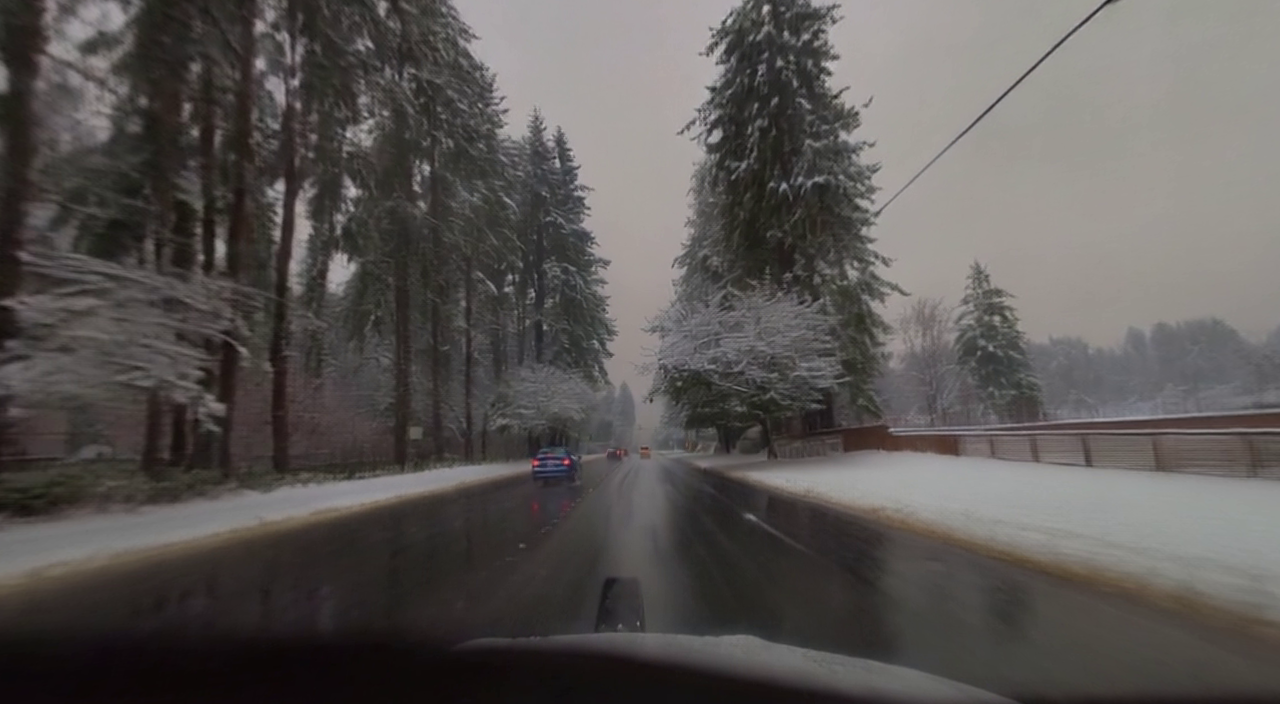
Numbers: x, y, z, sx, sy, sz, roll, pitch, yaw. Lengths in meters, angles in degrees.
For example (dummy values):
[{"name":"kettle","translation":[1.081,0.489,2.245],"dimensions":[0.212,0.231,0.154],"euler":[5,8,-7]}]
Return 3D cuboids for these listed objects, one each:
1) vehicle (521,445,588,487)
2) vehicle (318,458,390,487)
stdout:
[{"name":"vehicle","translation":[-3.161,4.311,24.125],"dimensions":[1.870,1.431,4.317],"euler":[-1,-9,1]},{"name":"vehicle","translation":[-16.775,7.053,37.300],"dimensions":[1.992,1.483,4.649],"euler":[-1,-9,1]}]
